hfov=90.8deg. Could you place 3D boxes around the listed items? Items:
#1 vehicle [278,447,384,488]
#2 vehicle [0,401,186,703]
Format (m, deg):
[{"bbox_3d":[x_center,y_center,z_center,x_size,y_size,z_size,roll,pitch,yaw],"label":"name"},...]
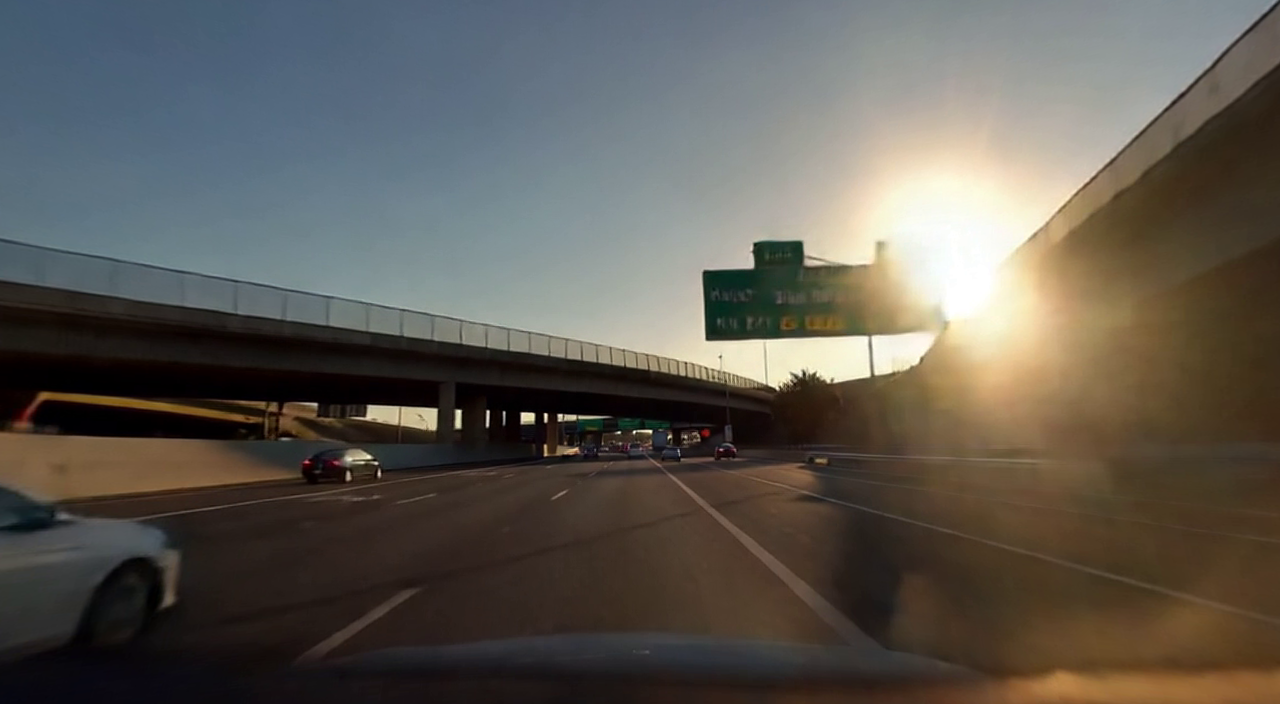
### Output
[{"bbox_3d":[-11.419,4.253,23.720,1.861,1.373,4.211,0,-8,0],"label":"vehicle"},{"bbox_3d":[-4.033,0.835,1.864,2.051,1.516,4.493,0,-8,0],"label":"vehicle"}]
